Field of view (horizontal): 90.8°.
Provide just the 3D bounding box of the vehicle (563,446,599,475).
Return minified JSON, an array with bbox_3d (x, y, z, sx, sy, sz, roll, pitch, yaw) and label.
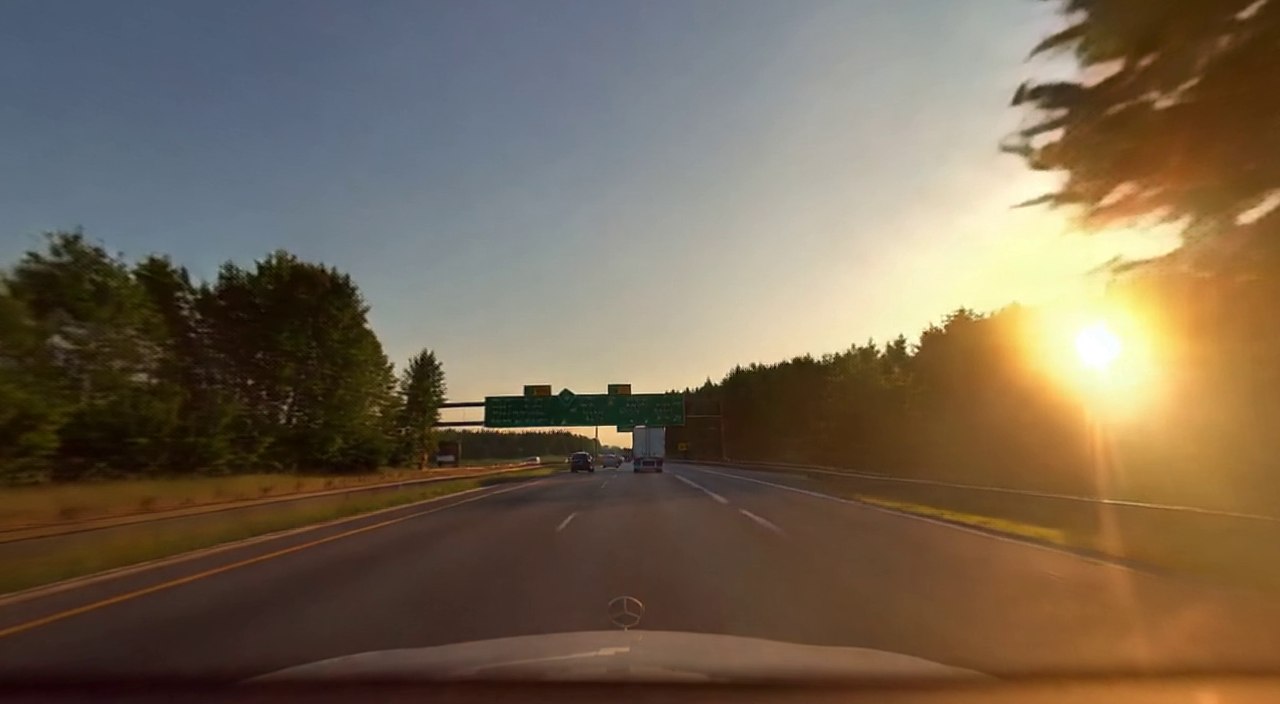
[{"bbox_3d":[-4.278,7.945,46.156,2.168,1.980,4.622,0,-9,0],"label":"vehicle"}]
